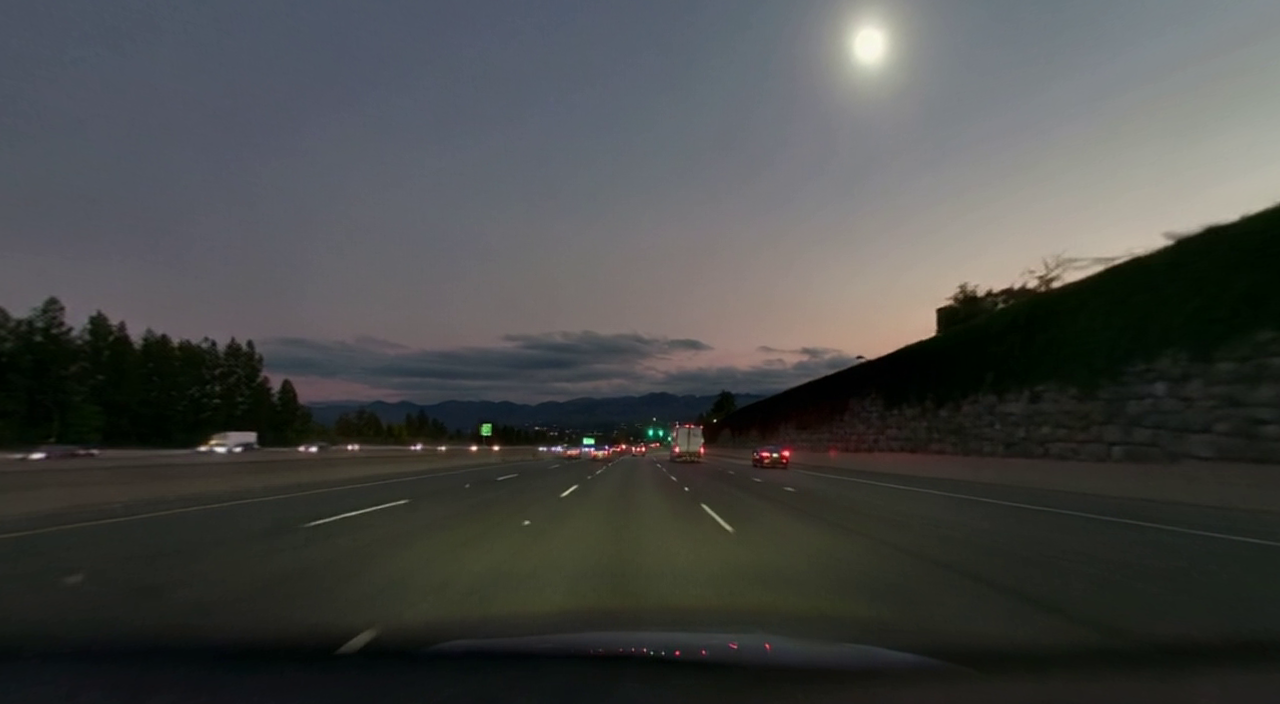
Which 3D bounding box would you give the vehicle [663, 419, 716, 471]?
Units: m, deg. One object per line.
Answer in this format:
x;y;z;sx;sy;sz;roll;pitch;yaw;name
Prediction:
3.226;6.422;43.298;2.795;3.187;7.205;0;-9;-2;vehicle
